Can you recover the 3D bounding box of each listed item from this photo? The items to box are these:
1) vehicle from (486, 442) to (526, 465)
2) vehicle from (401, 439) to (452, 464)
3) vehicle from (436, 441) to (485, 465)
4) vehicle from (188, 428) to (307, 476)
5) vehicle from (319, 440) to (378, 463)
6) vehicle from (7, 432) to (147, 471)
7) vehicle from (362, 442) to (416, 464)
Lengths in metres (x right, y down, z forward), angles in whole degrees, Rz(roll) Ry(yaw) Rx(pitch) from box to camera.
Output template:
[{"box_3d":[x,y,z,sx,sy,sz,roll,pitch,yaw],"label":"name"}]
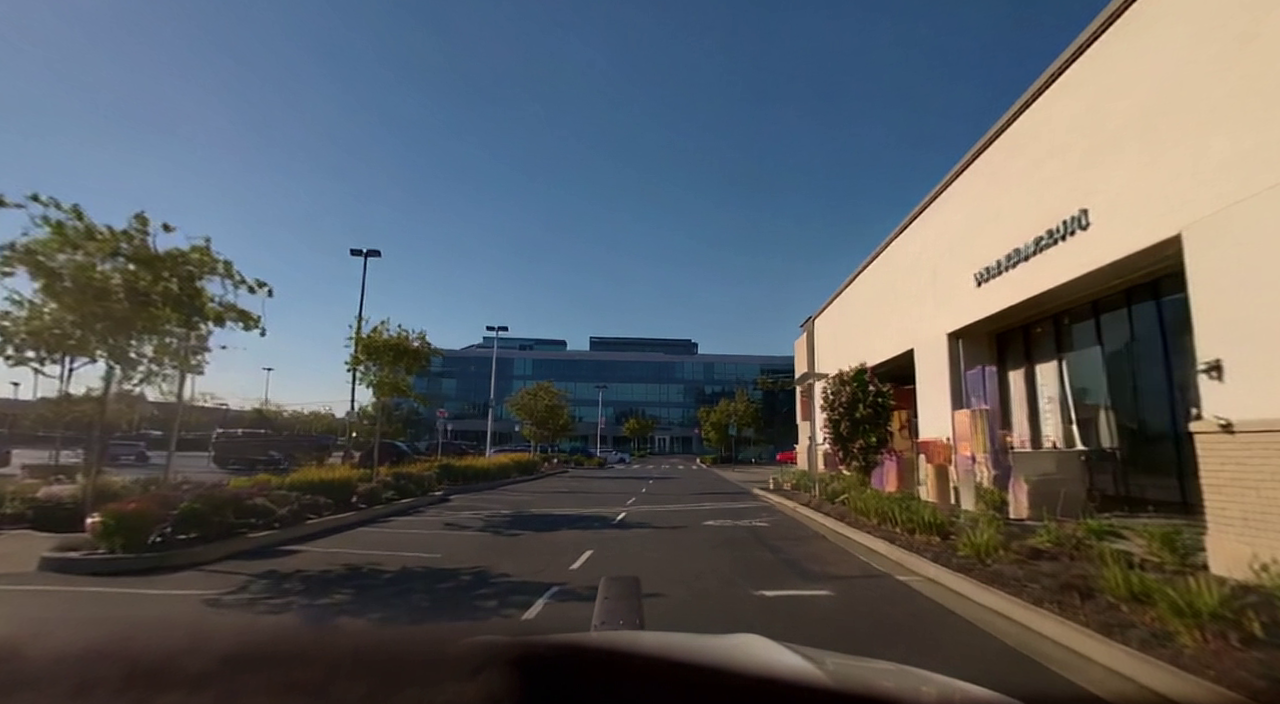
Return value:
[{"box_3d":[-9.740,7.385,46.267,1.892,1.597,4.259,0,-8,2],"label":"vehicle"},{"box_3d":[-15.424,7.270,45.907,1.902,1.645,3.903,1,-10,7],"label":"vehicle"},{"box_3d":[-12.891,7.281,45.674,1.928,1.613,4.197,-1,-8,7],"label":"vehicle"},{"box_3d":[-17.009,4.360,27.692,1.972,1.923,4.535,-1,-8,5],"label":"vehicle"},{"box_3d":[-21.209,7.262,46.146,1.773,1.498,4.085,2,-8,11],"label":"vehicle"},{"box_3d":[-24.874,4.421,28.163,1.876,1.591,4.470,-1,-8,5],"label":"vehicle"},{"box_3d":[-18.245,7.345,46.068,1.909,1.474,3.908,-1,-8,7],"label":"vehicle"}]
